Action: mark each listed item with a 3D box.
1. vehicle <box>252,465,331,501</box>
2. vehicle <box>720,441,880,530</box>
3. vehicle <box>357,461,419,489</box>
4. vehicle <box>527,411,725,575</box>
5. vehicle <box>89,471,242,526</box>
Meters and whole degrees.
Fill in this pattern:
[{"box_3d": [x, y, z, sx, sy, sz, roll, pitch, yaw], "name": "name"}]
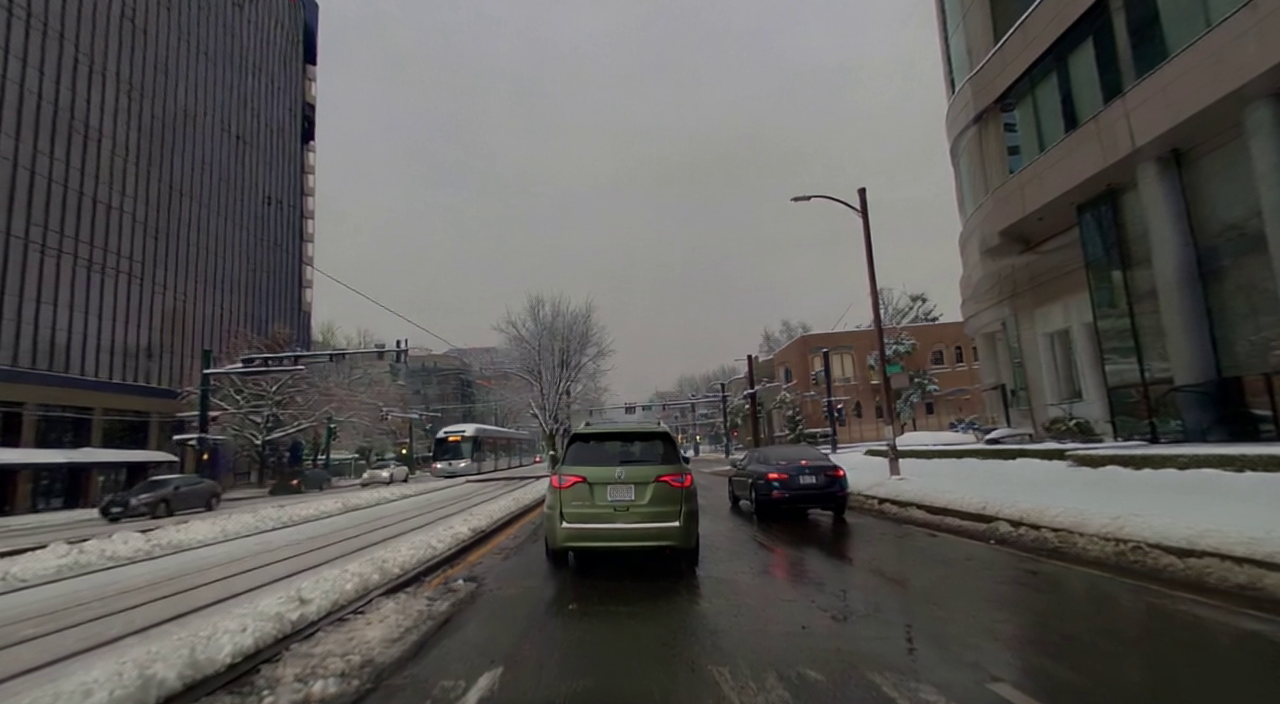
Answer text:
[{"box_3d": [-19.678, 7.385, 35.891, 2.066, 1.700, 4.536, 0, -9, -3], "name": "vehicle"}, {"box_3d": [3.000, 2.592, 12.953, 1.993, 1.480, 4.324, 0, -8, -2], "name": "vehicle"}, {"box_3d": [-15.565, 7.605, 39.308, 2.077, 1.458, 4.718, 0, -8, -3], "name": "vehicle"}, {"box_3d": [-0.248, 1.869, 9.164, 2.178, 1.779, 4.255, 0, -8, -3], "name": "vehicle"}, {"box_3d": [-15.308, 4.724, 20.749, 1.798, 1.409, 4.239, 0, -8, -1], "name": "vehicle"}]
